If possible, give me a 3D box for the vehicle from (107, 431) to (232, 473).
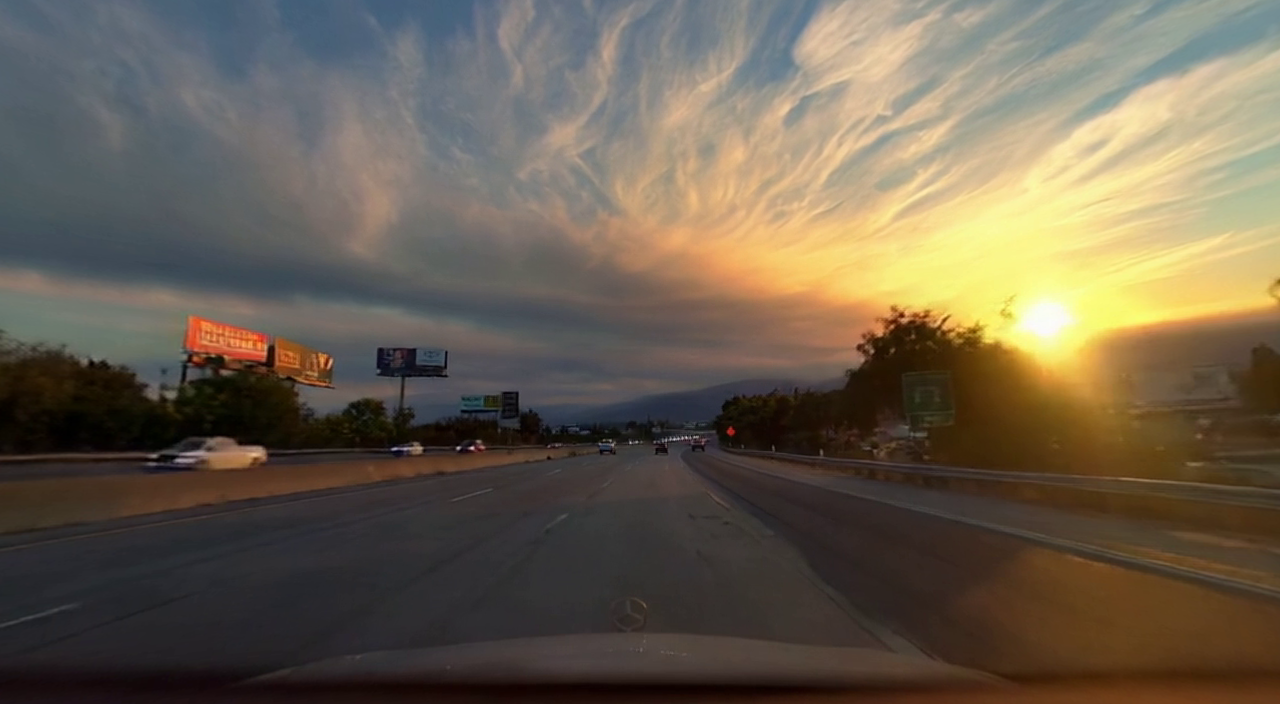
[{"bbox_3d":[-17.448,3.727,23.637,1.738,1.467,3.642,0,-8,2],"label":"vehicle"}]
